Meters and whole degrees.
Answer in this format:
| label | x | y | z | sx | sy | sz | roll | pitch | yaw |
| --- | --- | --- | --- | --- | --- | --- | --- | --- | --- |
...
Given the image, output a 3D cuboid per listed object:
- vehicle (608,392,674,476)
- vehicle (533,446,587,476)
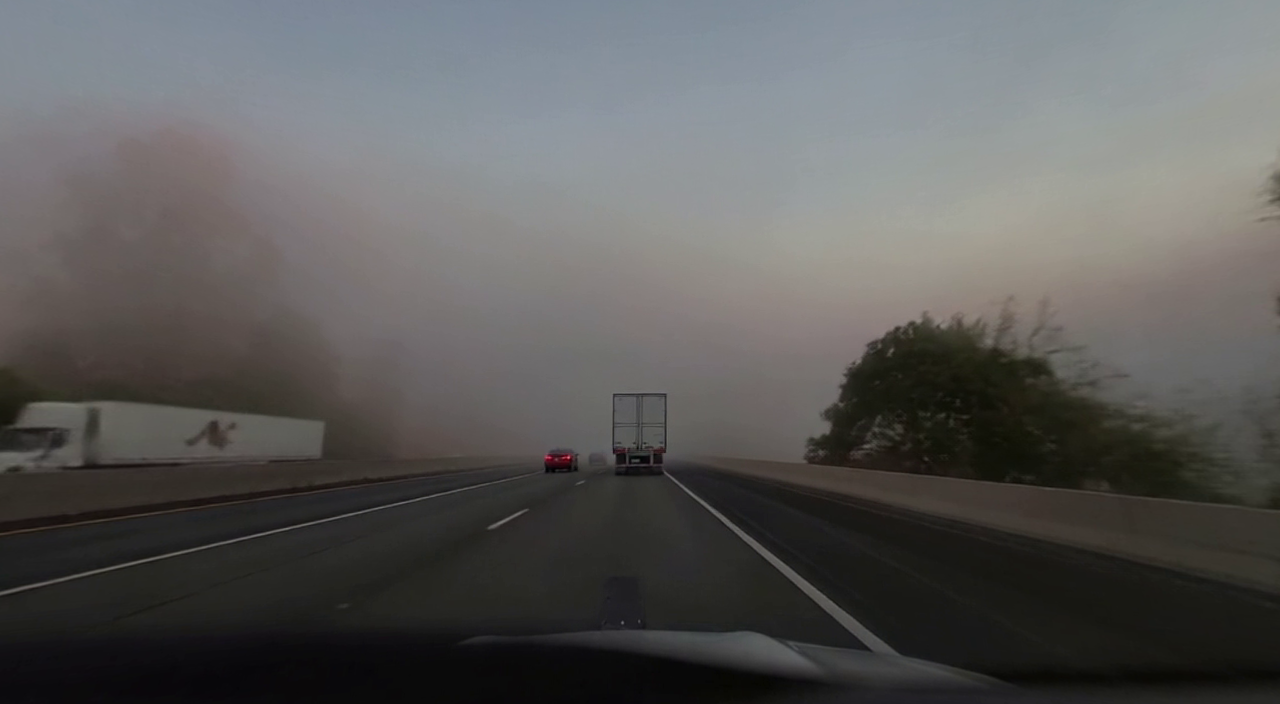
| label | x | y | z | sx | sy | sz | roll | pitch | yaw |
| --- | --- | --- | --- | --- | --- | --- | --- | --- | --- |
| vehicle | -0.004 | 4.506 | 33.663 | 2.959 | 3.828 | 9.617 | 0 | -9 | -1 |
| vehicle | -4.160 | 5.777 | 33.597 | 2.206 | 1.478 | 4.824 | 0 | -9 | 0 |
